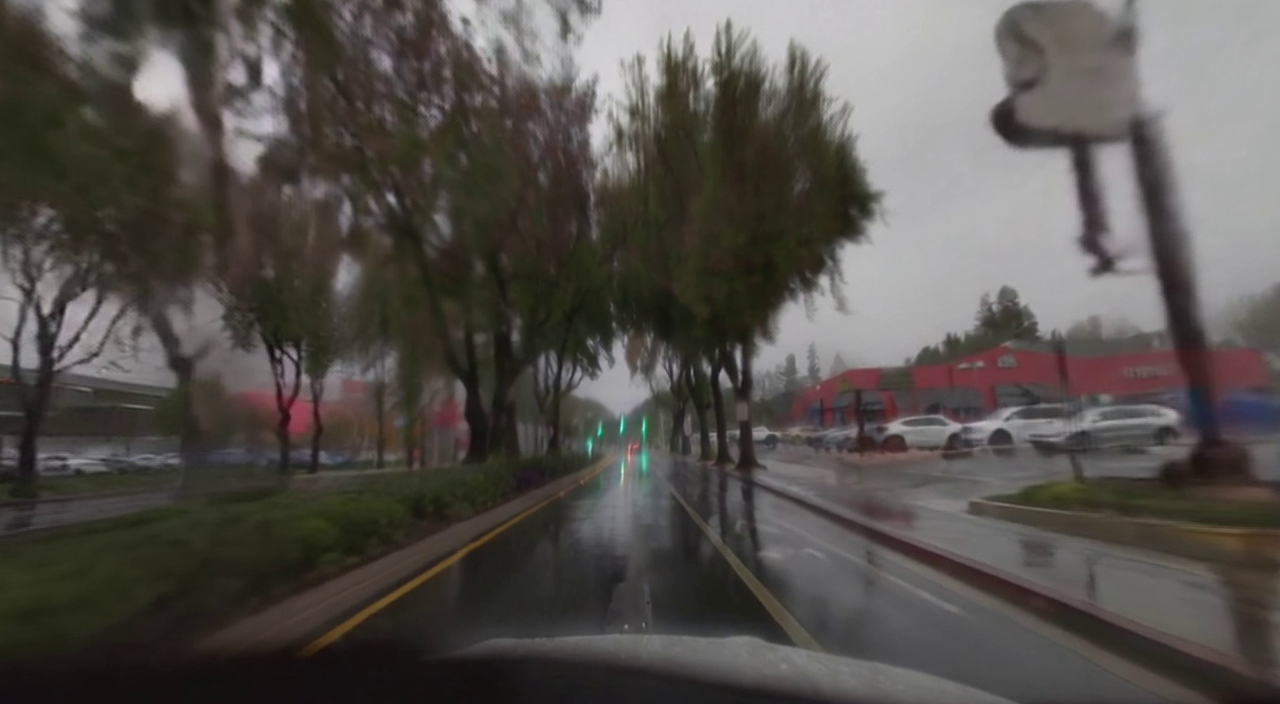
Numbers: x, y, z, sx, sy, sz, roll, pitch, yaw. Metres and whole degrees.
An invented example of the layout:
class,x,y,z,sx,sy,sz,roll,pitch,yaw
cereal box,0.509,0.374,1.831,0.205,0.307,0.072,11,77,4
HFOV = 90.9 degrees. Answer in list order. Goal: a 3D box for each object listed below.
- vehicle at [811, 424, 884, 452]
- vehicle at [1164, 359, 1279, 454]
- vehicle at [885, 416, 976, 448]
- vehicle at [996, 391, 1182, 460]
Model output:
class,x,y,z,sx,sy,sz,roll,pitch,yaw
vehicle,12.569,5.230,38.318,3.742,1.560,1.822,-1,-9,-2
vehicle,12.749,1.108,12.028,3.982,1.652,1.747,1,-9,-5
vehicle,13.271,3.689,28.952,3.375,1.411,1.561,0,-9,0
vehicle,11.931,1.986,16.911,3.618,1.433,1.661,-5,-7,-1
